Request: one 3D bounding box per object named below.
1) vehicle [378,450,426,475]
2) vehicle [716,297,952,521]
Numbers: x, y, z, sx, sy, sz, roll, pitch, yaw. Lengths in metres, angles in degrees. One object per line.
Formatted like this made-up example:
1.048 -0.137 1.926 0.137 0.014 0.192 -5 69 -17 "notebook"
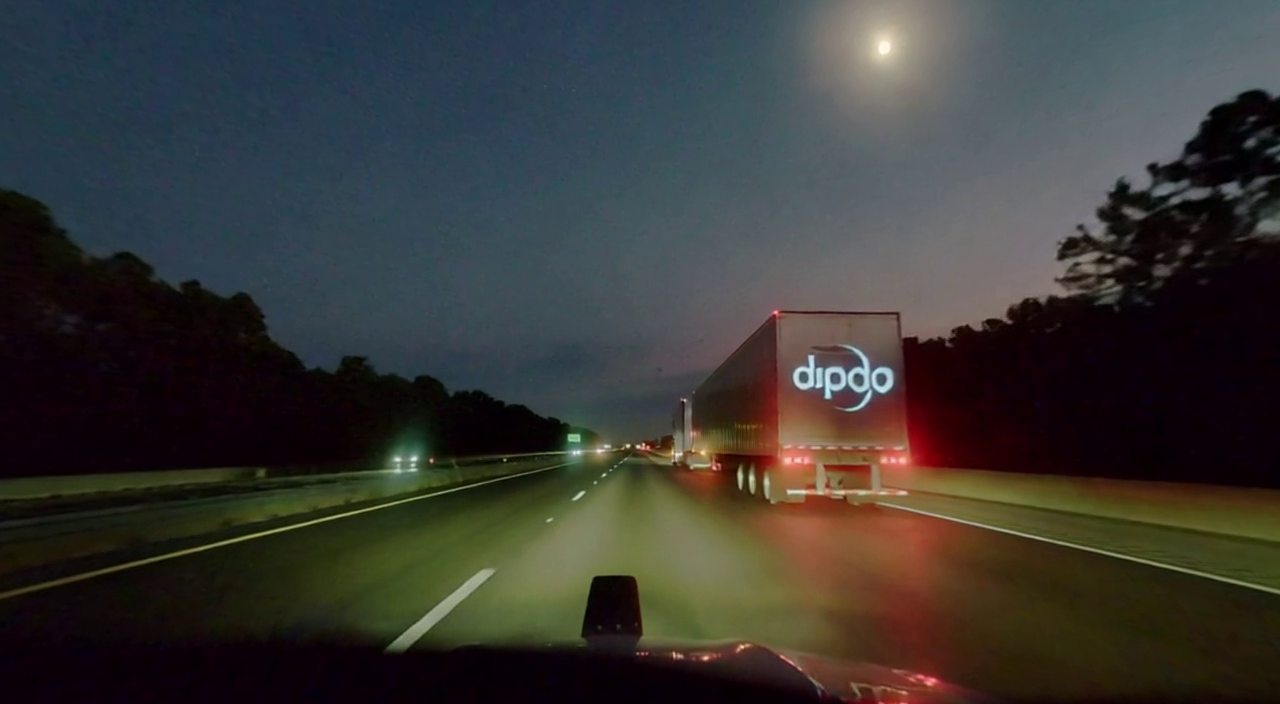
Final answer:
-17.856 8.293 47.308 1.943 1.722 4.473 0 -9 -1 "vehicle"
3.869 1.586 15.190 2.856 3.933 8.334 0 -9 -1 "vehicle"
